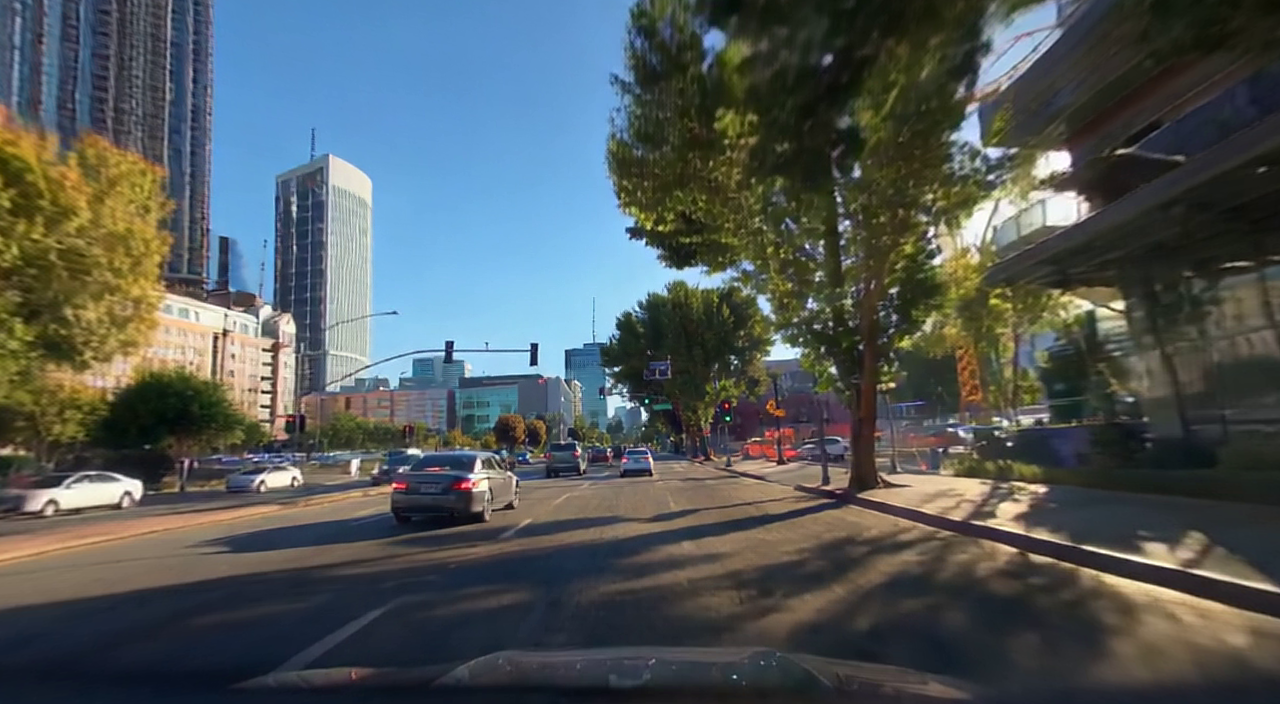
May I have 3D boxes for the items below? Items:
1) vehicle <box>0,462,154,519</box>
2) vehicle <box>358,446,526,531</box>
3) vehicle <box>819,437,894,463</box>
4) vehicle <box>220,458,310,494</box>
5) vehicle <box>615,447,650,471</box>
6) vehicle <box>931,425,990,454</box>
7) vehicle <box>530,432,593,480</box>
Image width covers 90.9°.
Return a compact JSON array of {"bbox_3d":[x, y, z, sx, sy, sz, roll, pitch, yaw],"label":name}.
[{"bbox_3d":[-19.466,4.563,21.253,1.993,1.552,5.039,-1,-9,2],"label":"vehicle"},{"bbox_3d":[-3.748,2.657,12.944,1.959,1.406,4.527,0,-9,0],"label":"vehicle"},{"bbox_3d":[13.348,6.031,38.952,4.061,1.465,1.803,2,-8,-18],"label":"vehicle"},{"bbox_3d":[-19.449,6.418,32.950,1.965,1.539,4.461,-5,-9,1],"label":"vehicle"},{"bbox_3d":[-0.434,6.950,41.207,2.171,1.422,4.146,0,-9,0],"label":"vehicle"},{"bbox_3d":[23.378,6.393,45.813,2.304,1.936,5.023,-9,-12,43],"label":"vehicle"},{"bbox_3d":[-3.578,4.847,29.593,2.240,2.054,4.662,0,-9,1],"label":"vehicle"}]
